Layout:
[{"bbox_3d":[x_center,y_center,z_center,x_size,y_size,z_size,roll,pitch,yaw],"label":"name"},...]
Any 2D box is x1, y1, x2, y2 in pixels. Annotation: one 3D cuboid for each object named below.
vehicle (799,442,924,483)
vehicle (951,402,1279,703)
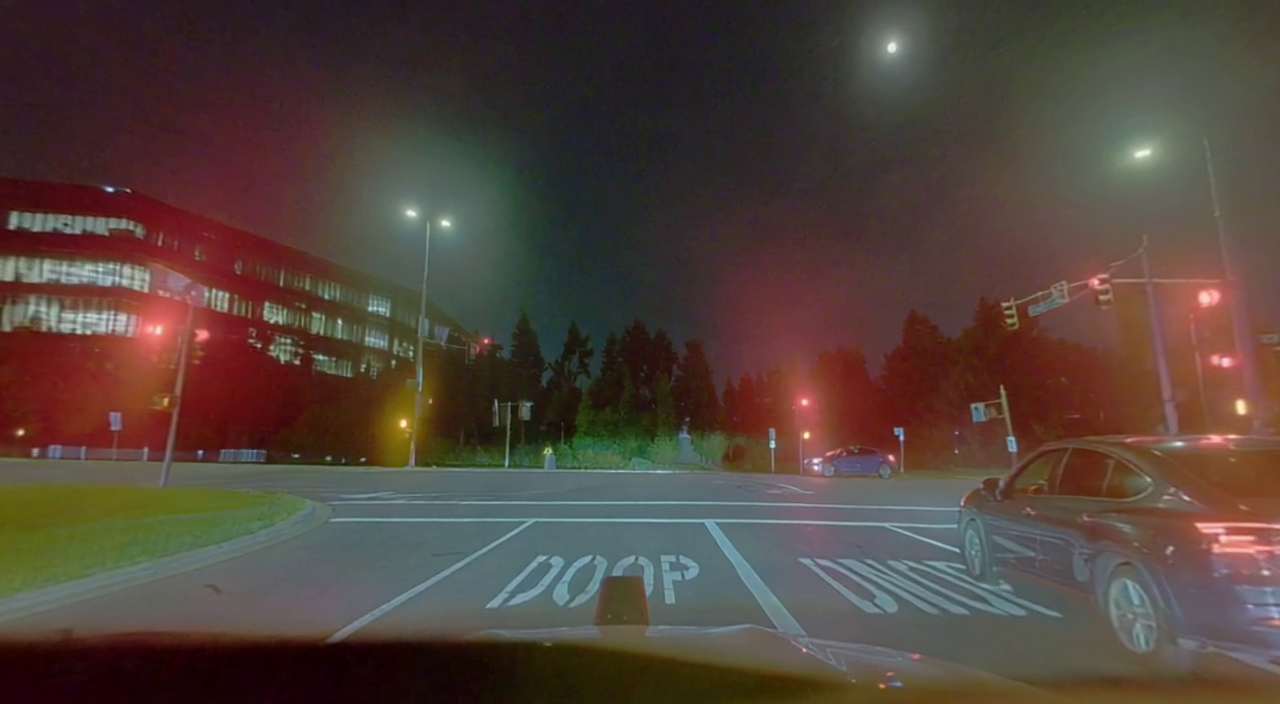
[{"bbox_3d":[9.630,4.781,27.567,4.715,1.671,2.030,1,-9,-10],"label":"vehicle"},{"bbox_3d":[3.957,1.177,3.834,2.036,1.583,4.911,-1,-8,6],"label":"vehicle"}]
